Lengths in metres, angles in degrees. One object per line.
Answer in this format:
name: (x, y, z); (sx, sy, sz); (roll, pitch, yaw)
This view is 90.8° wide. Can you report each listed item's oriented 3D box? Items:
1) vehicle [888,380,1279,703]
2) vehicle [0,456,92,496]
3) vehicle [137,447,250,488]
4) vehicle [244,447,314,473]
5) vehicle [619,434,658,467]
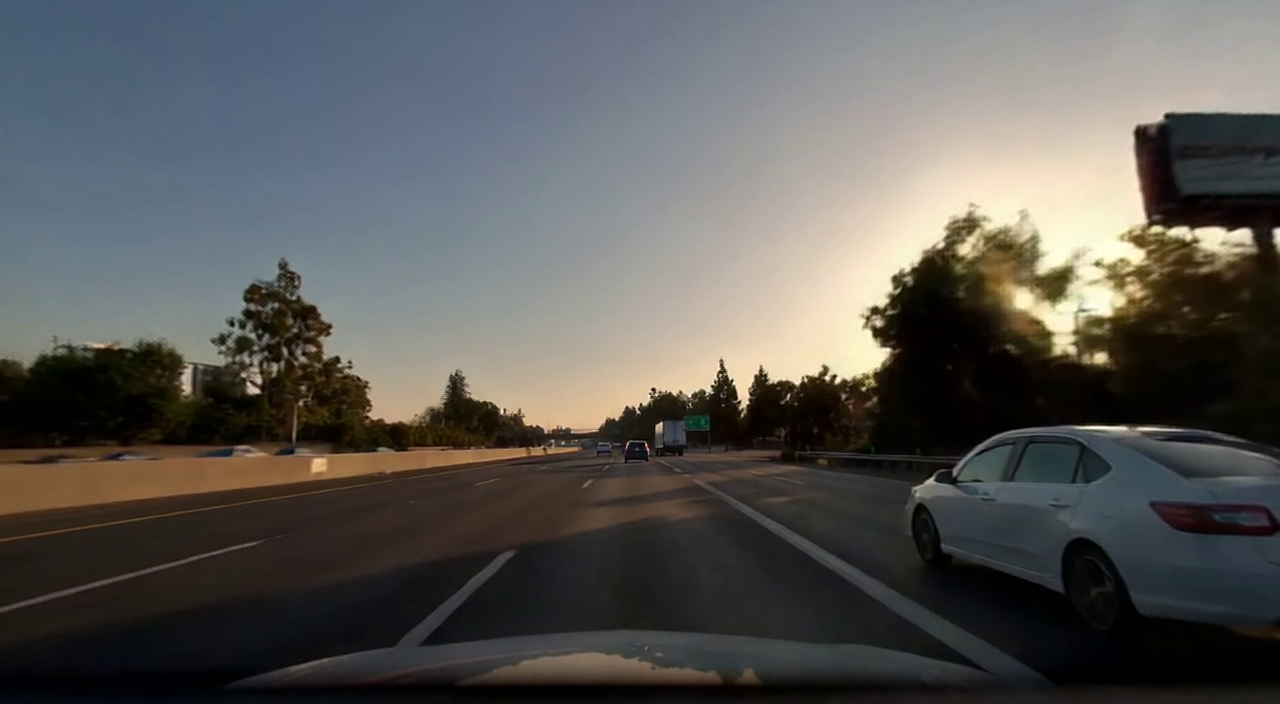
vehicle: (3.732, 1.217, 4.706); (1.950, 1.596, 4.326); (0, -8, -1)
vehicle: (-25.627, 5.092, 26.154); (1.848, 1.467, 4.495); (0, -8, 0)
vehicle: (-17.871, 4.602, 25.513); (1.796, 1.505, 3.726); (0, -8, 0)
vehicle: (-24.878, 7.440, 43.722); (1.970, 1.642, 4.831); (0, -8, 0)
vehicle: (-0.107, 6.184, 39.787); (2.297, 1.912, 4.355); (0, -8, 0)
